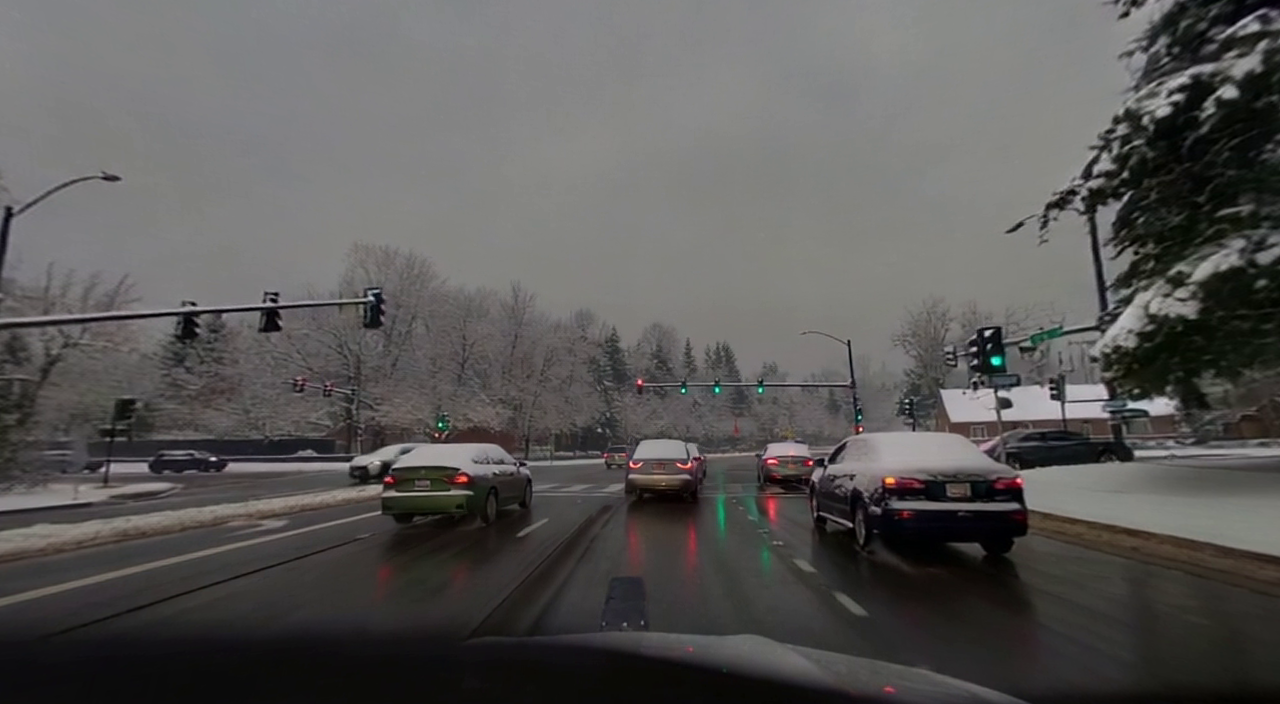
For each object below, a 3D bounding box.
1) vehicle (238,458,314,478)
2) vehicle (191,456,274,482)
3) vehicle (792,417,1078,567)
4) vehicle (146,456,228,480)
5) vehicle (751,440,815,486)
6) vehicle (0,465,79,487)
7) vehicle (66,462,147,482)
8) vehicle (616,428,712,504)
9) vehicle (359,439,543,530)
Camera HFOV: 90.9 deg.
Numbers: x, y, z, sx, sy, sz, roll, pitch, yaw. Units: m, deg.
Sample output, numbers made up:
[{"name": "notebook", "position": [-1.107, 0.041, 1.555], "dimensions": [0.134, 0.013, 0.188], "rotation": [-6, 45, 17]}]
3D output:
[{"name": "vehicle", "position": [-27.214, 8.671, 47.161], "dimensions": [4.647, 1.427, 2.065], "rotation": [-2, -9, 13]}, {"name": "vehicle", "position": [-28.557, 8.183, 44.218], "dimensions": [4.711, 1.661, 1.990], "rotation": [-2, -9, 12]}, {"name": "vehicle", "position": [3.814, 1.900, 9.339], "dimensions": [2.106, 1.636, 4.655], "rotation": [-1, -9, 2]}, {"name": "vehicle", "position": [-34.825, 8.937, 48.520], "dimensions": [4.741, 1.751, 2.214], "rotation": [-2, -9, 8]}, {"name": "vehicle", "position": [5.173, 4.039, 23.189], "dimensions": [1.859, 1.540, 3.454], "rotation": [-1, -9, 6]}, {"name": "vehicle", "position": [-44.092, 8.936, 45.559], "dimensions": [4.725, 1.457, 2.041], "rotation": [1, -9, -9]}, {"name": "vehicle", "position": [-41.640, 9.364, 49.267], "dimensions": [4.634, 1.452, 1.888], "rotation": [0, -9, 1]}, {"name": "vehicle", "position": [0.749, 3.041, 17.221], "dimensions": [2.250, 1.768, 4.574], "rotation": [-1, -9, 5]}, {"name": "vehicle", "position": [-3.445, 2.513, 12.612], "dimensions": [2.006, 1.464, 4.586], "rotation": [-1, -9, 4]}]
